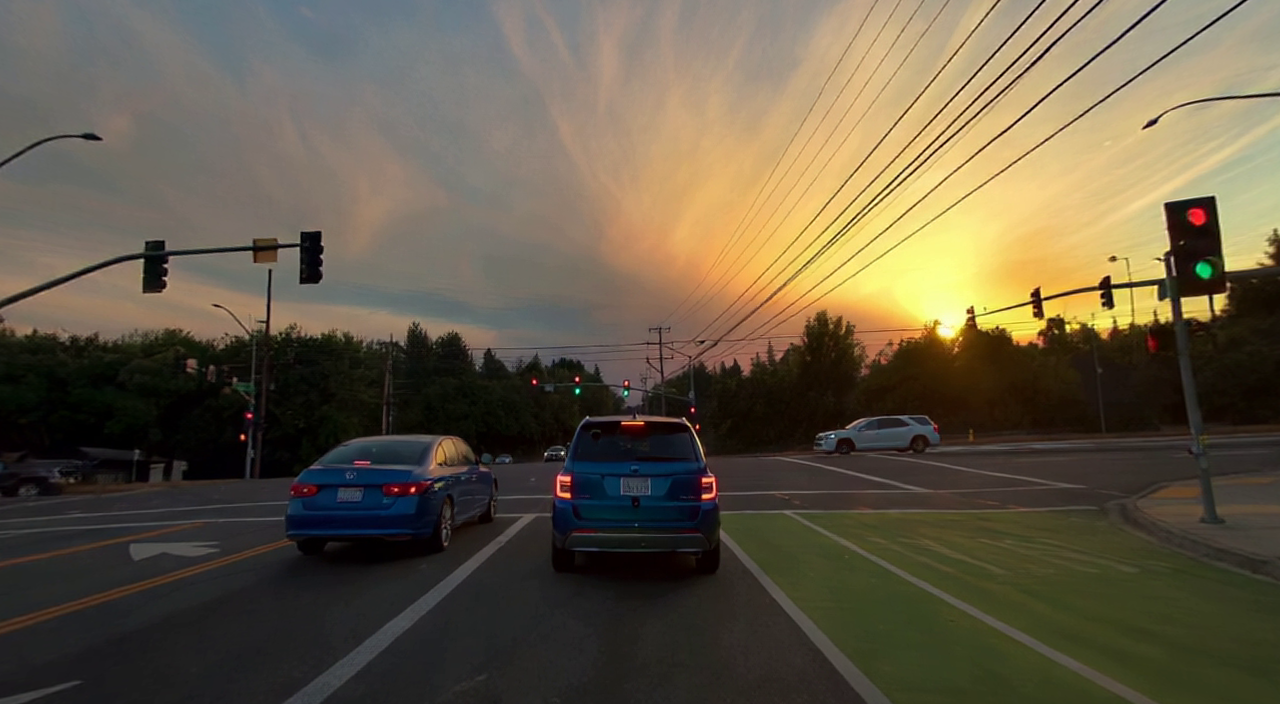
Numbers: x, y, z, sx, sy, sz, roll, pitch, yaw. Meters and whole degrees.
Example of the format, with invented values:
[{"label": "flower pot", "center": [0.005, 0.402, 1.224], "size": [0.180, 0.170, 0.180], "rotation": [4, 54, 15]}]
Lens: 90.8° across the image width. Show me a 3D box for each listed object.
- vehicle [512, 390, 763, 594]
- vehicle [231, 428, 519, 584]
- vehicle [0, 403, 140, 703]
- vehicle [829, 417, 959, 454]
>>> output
[{"label": "vehicle", "center": [-0.053, 1.520, 7.616], "size": [2.182, 1.773, 4.041], "rotation": [0, -8, -1]}, {"label": "vehicle", "center": [-2.925, 1.767, 8.009], "size": [1.969, 1.486, 3.702], "rotation": [0, -8, 1]}, {"label": "vehicle", "center": [-3.350, 0.662, 0.449], "size": [1.928, 1.488, 4.936], "rotation": [0, -8, 0]}, {"label": "vehicle", "center": [13.861, 4.606, 34.812], "size": [6.143, 1.944, 2.229], "rotation": [-1, -8, 5]}]
